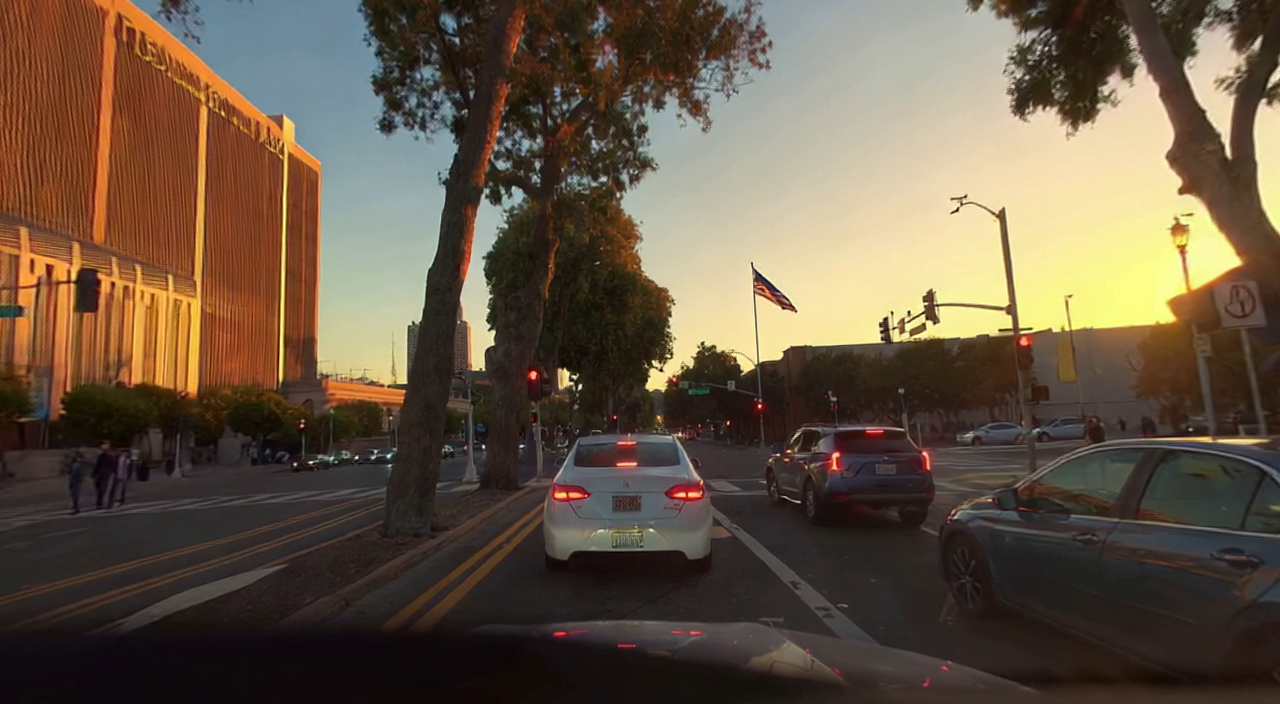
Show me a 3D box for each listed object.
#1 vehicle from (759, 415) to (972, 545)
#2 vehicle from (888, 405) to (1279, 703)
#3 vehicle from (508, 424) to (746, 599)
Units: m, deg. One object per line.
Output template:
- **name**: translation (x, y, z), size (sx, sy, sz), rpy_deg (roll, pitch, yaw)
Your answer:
- **vehicle**: translation (3.506, 2.085, 10.952), size (1.978, 1.738, 4.599), rpy_deg (0, -8, 0)
- **vehicle**: translation (3.375, 1.172, 3.993), size (1.833, 1.465, 4.258), rpy_deg (0, -8, -1)
- **vehicle**: translation (-0.119, 1.694, 7.521), size (2.096, 1.521, 3.747), rpy_deg (0, -8, 0)
